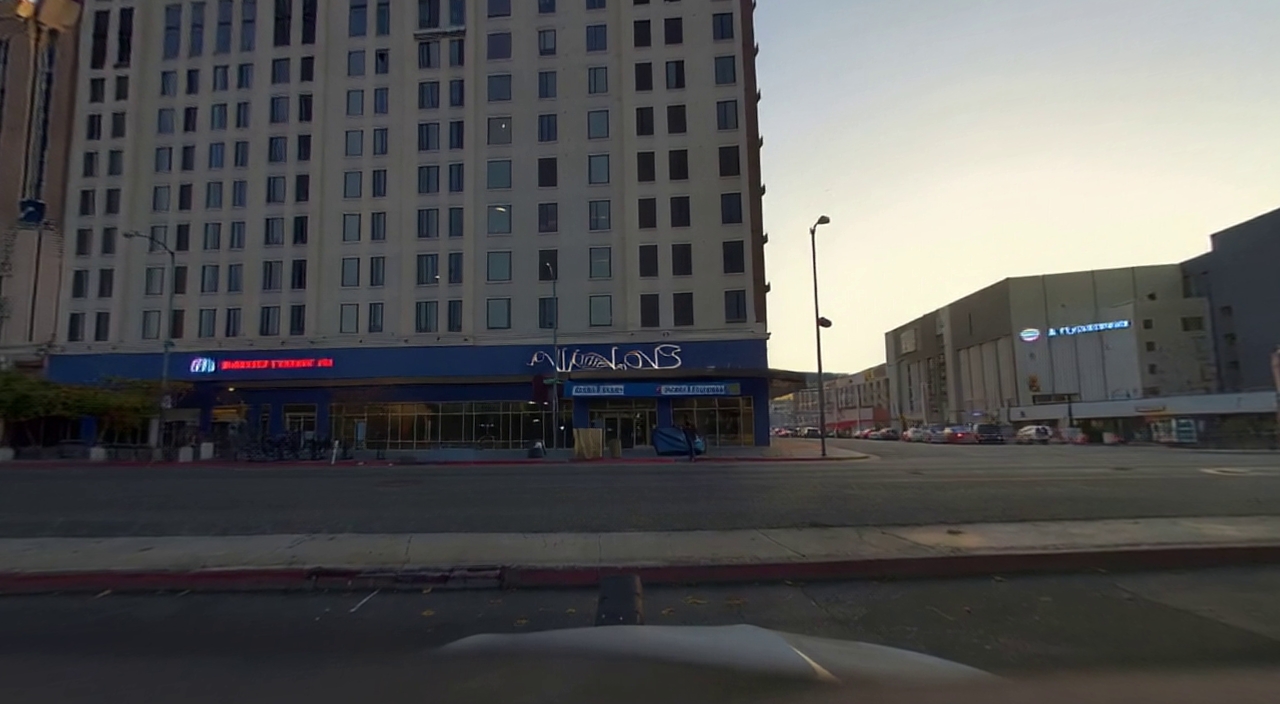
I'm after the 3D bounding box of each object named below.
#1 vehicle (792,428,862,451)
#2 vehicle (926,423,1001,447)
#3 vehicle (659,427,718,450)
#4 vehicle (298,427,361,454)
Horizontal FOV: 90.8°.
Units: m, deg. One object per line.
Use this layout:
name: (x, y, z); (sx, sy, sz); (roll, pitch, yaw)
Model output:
vehicle: (12.595, 5.947, 42.870); (1.791, 1.453, 4.593); (5, -10, -29)
vehicle: (25.242, 6.550, 49.407); (4.838, 1.799, 1.914); (-7, -11, 38)
vehicle: (3.206, 5.903, 42.922); (1.812, 1.468, 4.519); (5, -10, -29)
vehicle: (-20.385, 5.818, 41.390); (4.596, 1.680, 1.936); (-7, -11, 41)
